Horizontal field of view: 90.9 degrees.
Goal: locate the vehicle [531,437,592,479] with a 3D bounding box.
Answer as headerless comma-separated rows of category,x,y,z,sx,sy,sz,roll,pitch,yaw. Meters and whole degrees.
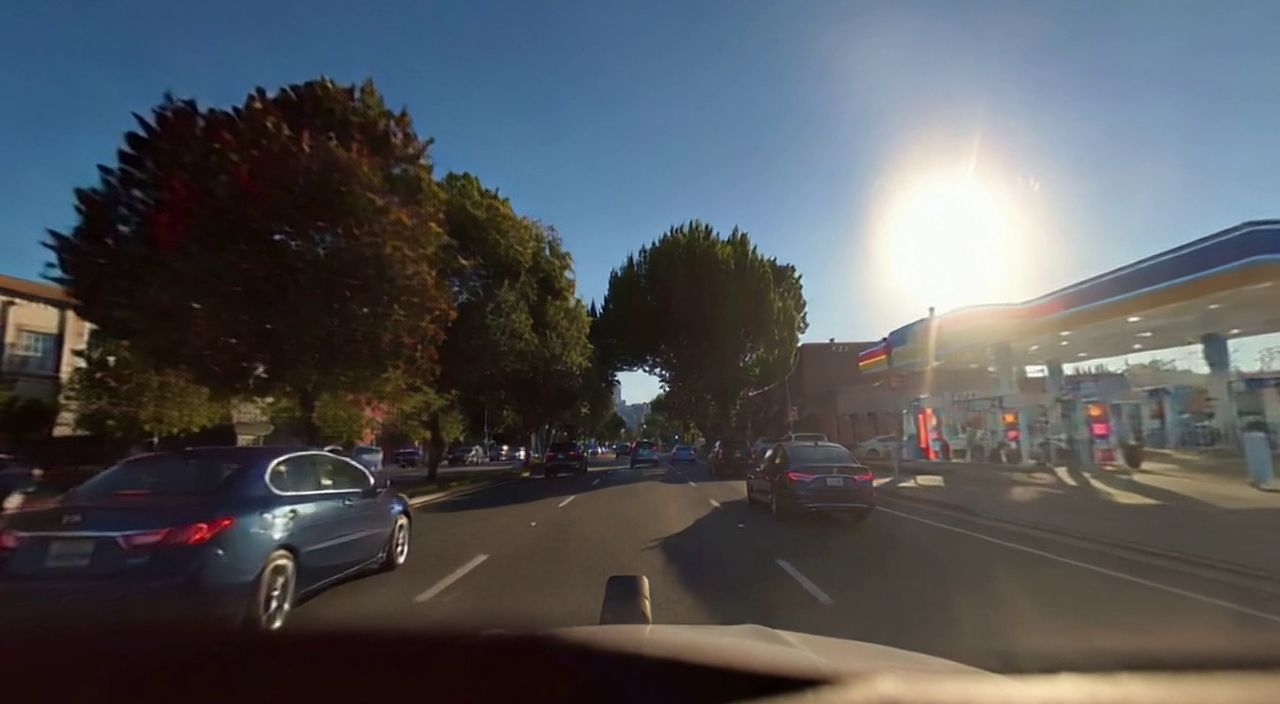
vehicle,-3.241,4.444,26.690,1.988,1.645,3.995,0,-8,1

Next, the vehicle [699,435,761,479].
vehicle,3.842,4.554,27.613,1.980,1.709,4.813,0,-8,0

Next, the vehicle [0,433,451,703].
vehicle,-3.230,1.374,5.034,2.013,1.354,4.393,0,-8,1

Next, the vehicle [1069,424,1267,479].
vehicle,17.249,3.291,21.036,1.860,1.587,4.949,1,-8,-9

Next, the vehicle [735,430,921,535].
vehicle,3.075,2.231,11.460,1.919,1.502,4.572,0,-8,-1

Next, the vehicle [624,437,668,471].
vehicle,0.309,5.467,33.965,2.192,1.674,4.124,0,-8,0

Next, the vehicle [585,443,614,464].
vehicle,-3.045,7.669,47.825,1.901,1.483,4.372,0,-8,0
